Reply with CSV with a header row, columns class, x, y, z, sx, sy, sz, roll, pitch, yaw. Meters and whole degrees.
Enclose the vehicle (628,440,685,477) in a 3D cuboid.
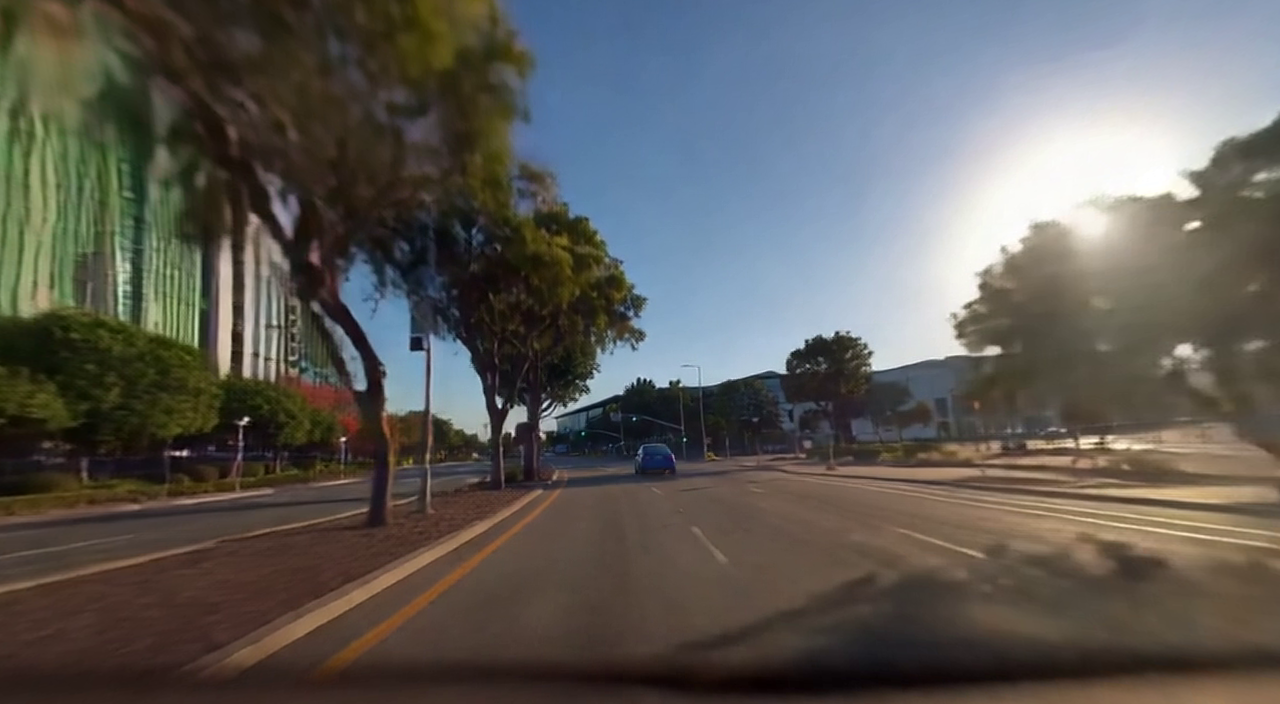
class,x,y,z,sx,sy,sz,roll,pitch,yaw
vehicle,0.724,5.181,30.942,2.165,1.633,4.381,1,-9,-7
